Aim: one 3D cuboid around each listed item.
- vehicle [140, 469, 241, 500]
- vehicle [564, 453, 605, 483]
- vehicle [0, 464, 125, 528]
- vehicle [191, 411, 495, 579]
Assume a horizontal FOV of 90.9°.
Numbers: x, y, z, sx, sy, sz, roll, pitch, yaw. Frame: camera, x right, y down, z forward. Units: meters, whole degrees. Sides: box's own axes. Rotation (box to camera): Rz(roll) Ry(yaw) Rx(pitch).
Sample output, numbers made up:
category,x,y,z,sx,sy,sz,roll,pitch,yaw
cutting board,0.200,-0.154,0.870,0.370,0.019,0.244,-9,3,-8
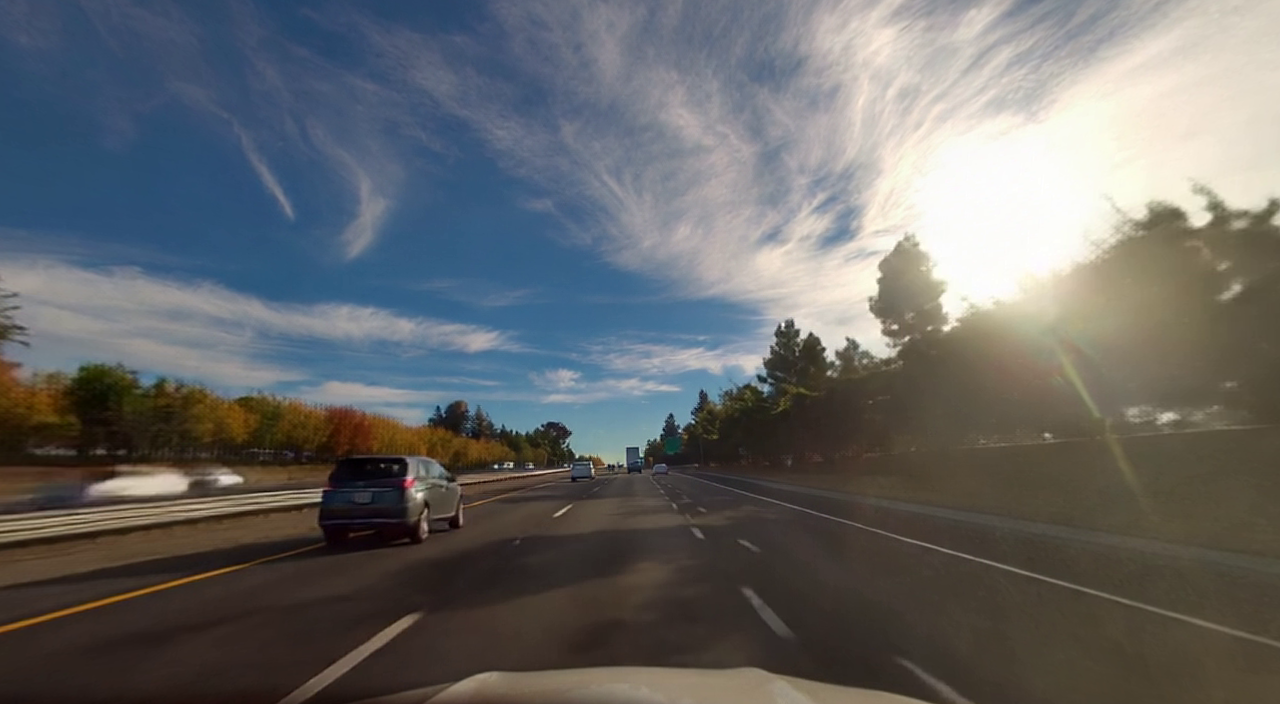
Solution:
category,x,y,z,sx,sy,sz,roll,pitch,yaw
vehicle,-23.669,6.974,33.435,1.868,1.442,4.620,1,-10,1
vehicle,-3.741,7.999,43.540,2.390,1.879,4.423,1,-10,0
vehicle,-15.916,3.608,16.090,1.937,1.471,4.160,1,-10,0
vehicle,-3.950,2.074,9.686,2.272,1.873,4.832,1,-10,0
